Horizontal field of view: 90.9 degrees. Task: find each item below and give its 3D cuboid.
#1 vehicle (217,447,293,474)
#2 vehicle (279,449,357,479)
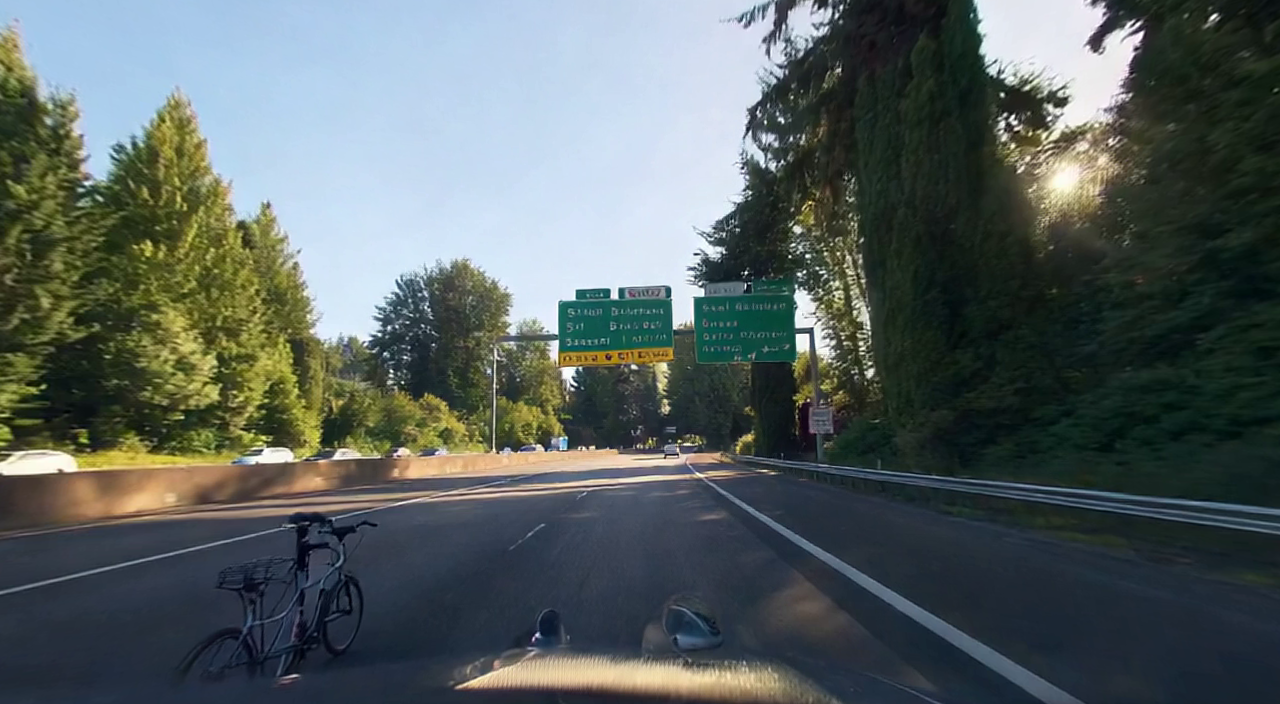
[{"bbox_3d":[-24.862,7.016,40.866,1.961,1.643,4.415,0,-9,3],"label":"vehicle"},{"bbox_3d":[-17.621,6.128,34.713,1.844,1.549,4.254,0,-9,3],"label":"vehicle"}]
